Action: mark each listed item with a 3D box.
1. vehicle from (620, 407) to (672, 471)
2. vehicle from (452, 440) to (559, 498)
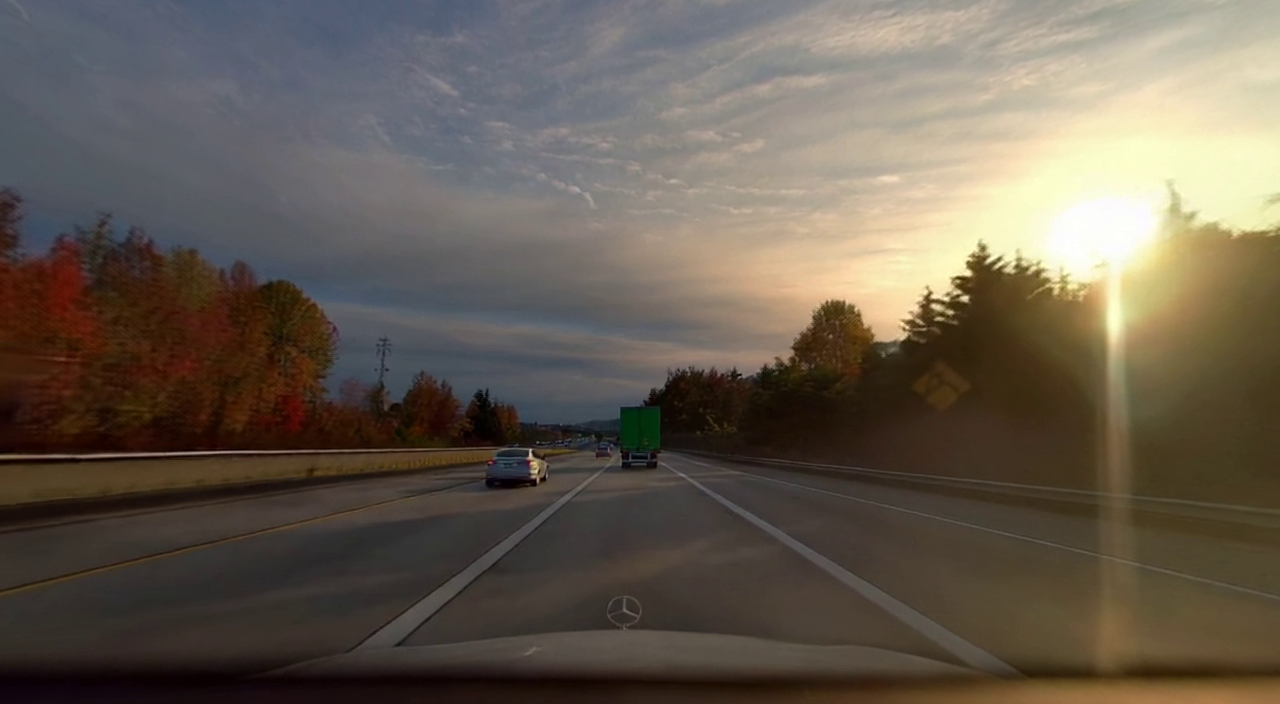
[{"bbox_3d":[0.210,5.705,40.680,2.893,3.628,9.081,0,-9,-2],"label":"vehicle"},{"bbox_3d":[-3.907,3.501,19.334,2.114,1.523,5.110,0,-9,0],"label":"vehicle"}]
